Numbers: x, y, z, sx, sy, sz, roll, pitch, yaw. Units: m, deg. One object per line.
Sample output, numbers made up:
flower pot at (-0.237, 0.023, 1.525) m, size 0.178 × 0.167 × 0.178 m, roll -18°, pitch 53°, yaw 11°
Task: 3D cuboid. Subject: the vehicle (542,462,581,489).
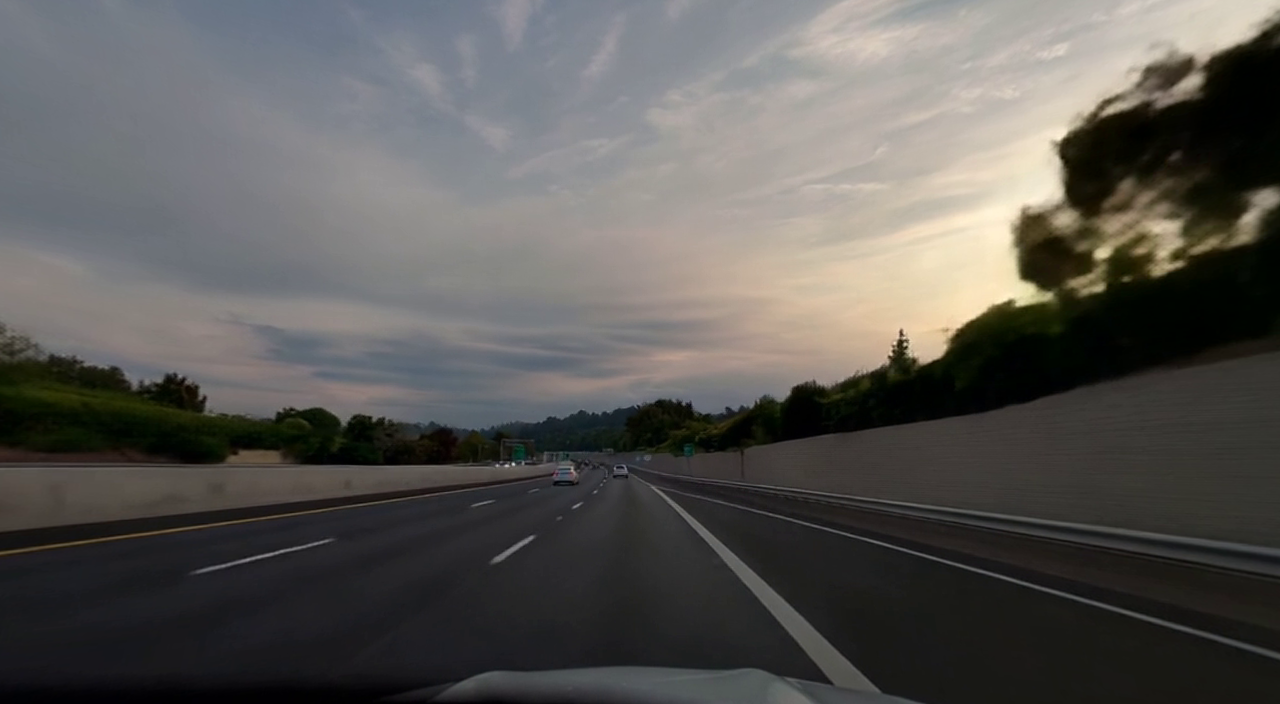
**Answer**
vehicle at (-5.022, 7.957, 40.847) m, size 2.039 × 1.605 × 4.365 m, roll 1°, pitch -11°, yaw -1°
